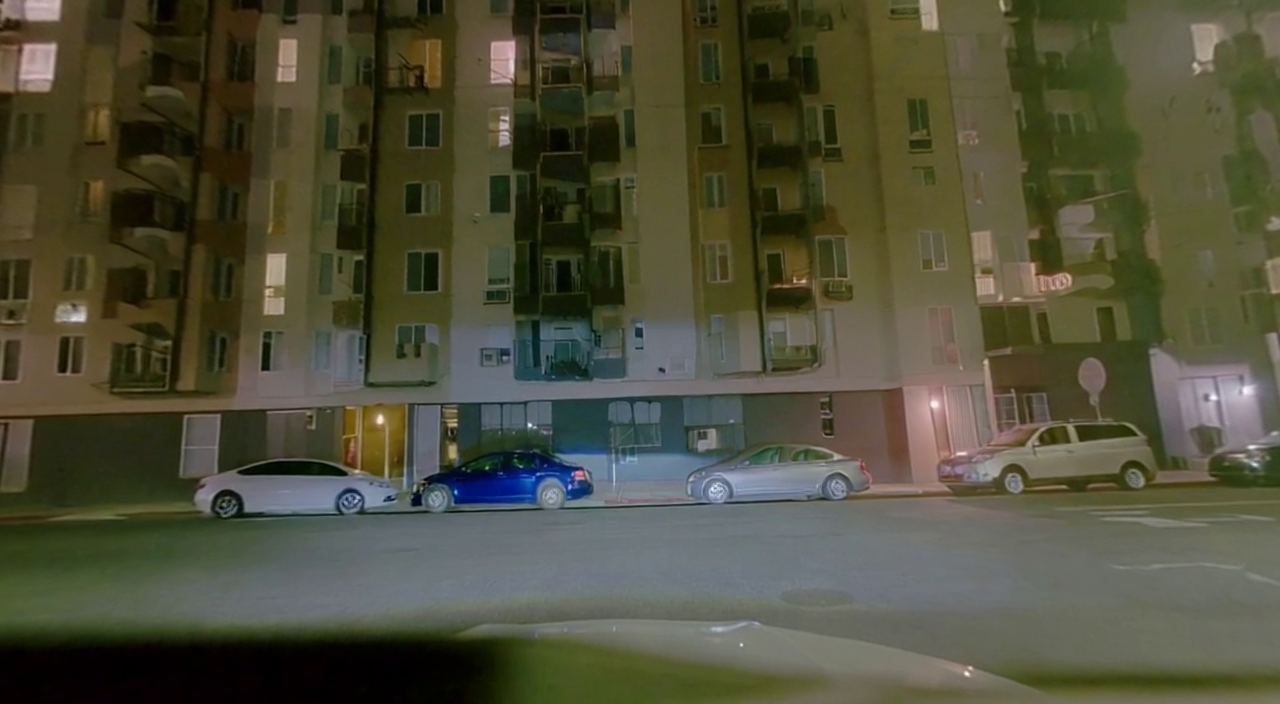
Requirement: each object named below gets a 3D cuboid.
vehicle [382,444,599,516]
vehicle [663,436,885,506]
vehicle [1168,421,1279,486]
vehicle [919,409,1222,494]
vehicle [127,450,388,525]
[{"bbox_3d":[-3.203,2.829,14.286,4.489,1.470,1.776,1,-8,-5],"label":"vehicle"},{"bbox_3d":[2.973,2.715,14.678,4.681,1.480,1.817,1,-8,-5],"label":"vehicle"},{"bbox_3d":[16.138,2.503,15.714,4.426,1.476,1.864,1,-8,-4],"label":"vehicle"},{"bbox_3d":[10.174,2.392,15.292,5.739,1.852,2.330,1,-8,-4],"label":"vehicle"},{"bbox_3d":[-8.107,2.889,13.809,4.423,1.449,1.813,1,-9,-6],"label":"vehicle"}]
